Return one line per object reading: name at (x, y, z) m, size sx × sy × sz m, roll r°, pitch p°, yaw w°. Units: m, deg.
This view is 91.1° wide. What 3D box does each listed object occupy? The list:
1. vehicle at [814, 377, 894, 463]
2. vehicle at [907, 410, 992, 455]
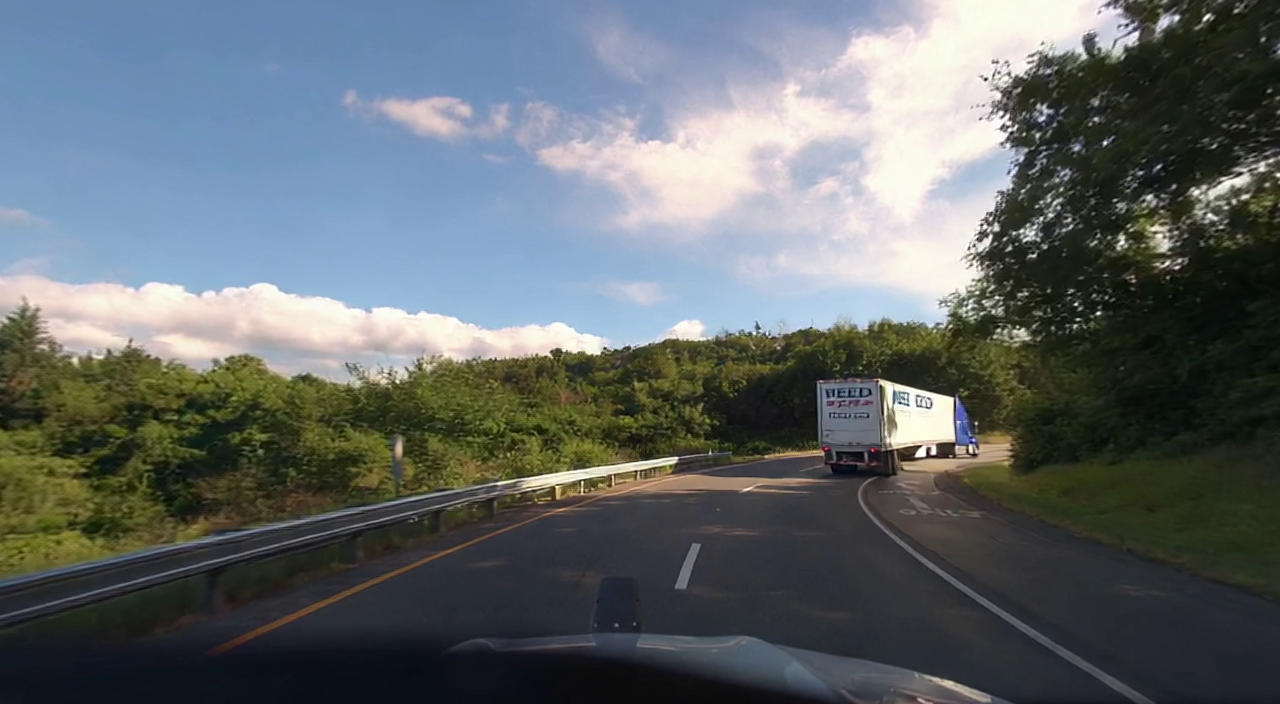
vehicle at (10.153, 3.270, 29.729) m, size 2.963 × 3.771 × 3.137 m, roll -4°, pitch -9°, yaw 29°
vehicle at (19.093, 4.946, 38.594) m, size 6.650 × 2.524 × 2.120 m, roll 7°, pitch -10°, yaw -41°
